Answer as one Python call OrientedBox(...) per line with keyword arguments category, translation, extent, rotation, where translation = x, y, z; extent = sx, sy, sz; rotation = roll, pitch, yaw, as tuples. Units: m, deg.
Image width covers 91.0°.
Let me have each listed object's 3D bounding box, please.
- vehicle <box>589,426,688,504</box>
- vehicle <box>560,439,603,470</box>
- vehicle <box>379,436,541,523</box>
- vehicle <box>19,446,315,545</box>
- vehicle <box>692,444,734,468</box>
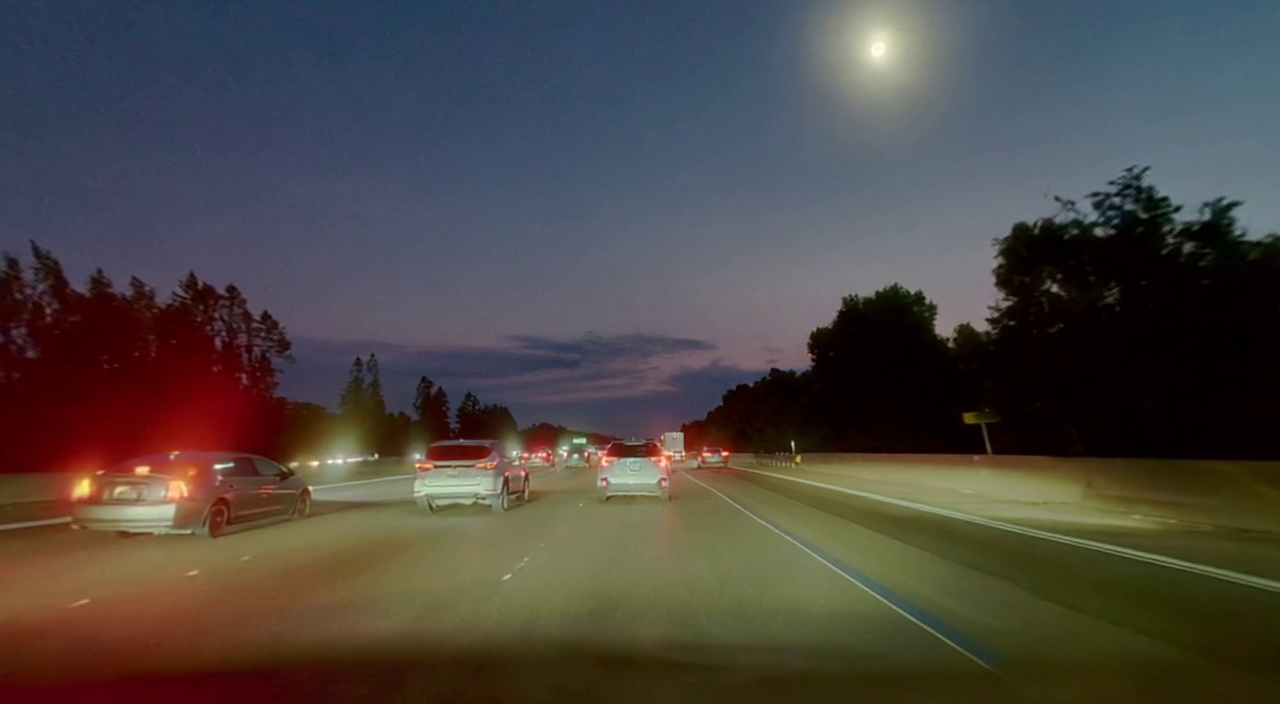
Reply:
OrientedBox(category="vehicle", translation=(-0.027, 2.855, 16.237), extent=(2.223, 1.722, 4.177), rotation=(0, -9, 0))
OrientedBox(category="vehicle", translation=(-3.497, 6.223, 38.431), extent=(2.142, 1.808, 4.266), rotation=(0, -9, 1))
OrientedBox(category="vehicle", translation=(-3.486, 2.543, 13.168), extent=(2.011, 1.498, 4.341), rotation=(0, -9, 1))
OrientedBox(category="vehicle", translation=(-7.792, 2.350, 11.034), extent=(1.948, 1.391, 4.111), rotation=(0, -9, 1))
OrientedBox(category="vehicle", translation=(4.586, 6.637, 40.403), extent=(2.006, 1.474, 4.669), rotation=(0, -9, -2))
